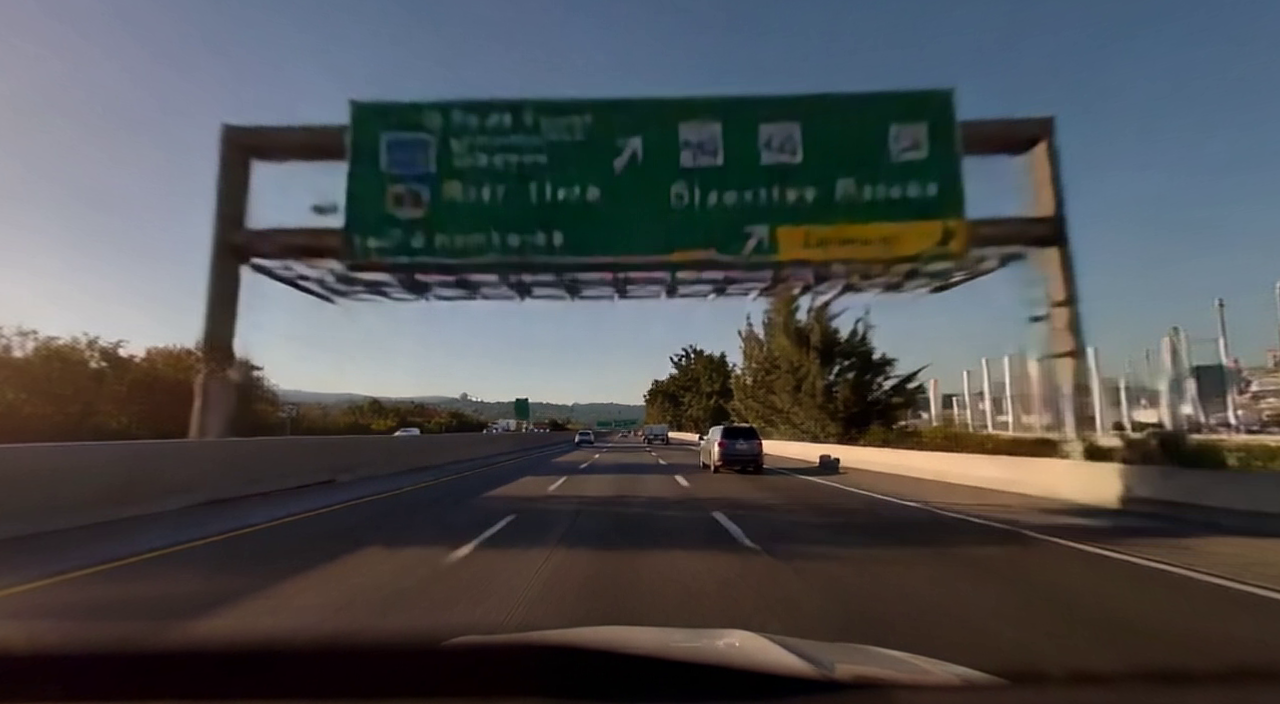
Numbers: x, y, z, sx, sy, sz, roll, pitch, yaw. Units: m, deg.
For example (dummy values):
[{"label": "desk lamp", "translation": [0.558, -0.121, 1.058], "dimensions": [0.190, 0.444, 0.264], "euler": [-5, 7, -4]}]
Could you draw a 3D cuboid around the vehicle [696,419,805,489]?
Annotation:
[{"label": "vehicle", "translation": [2.807, 2.706, 17.037], "dimensions": [2.022, 1.637, 4.229], "euler": [0, -8, -2]}]
